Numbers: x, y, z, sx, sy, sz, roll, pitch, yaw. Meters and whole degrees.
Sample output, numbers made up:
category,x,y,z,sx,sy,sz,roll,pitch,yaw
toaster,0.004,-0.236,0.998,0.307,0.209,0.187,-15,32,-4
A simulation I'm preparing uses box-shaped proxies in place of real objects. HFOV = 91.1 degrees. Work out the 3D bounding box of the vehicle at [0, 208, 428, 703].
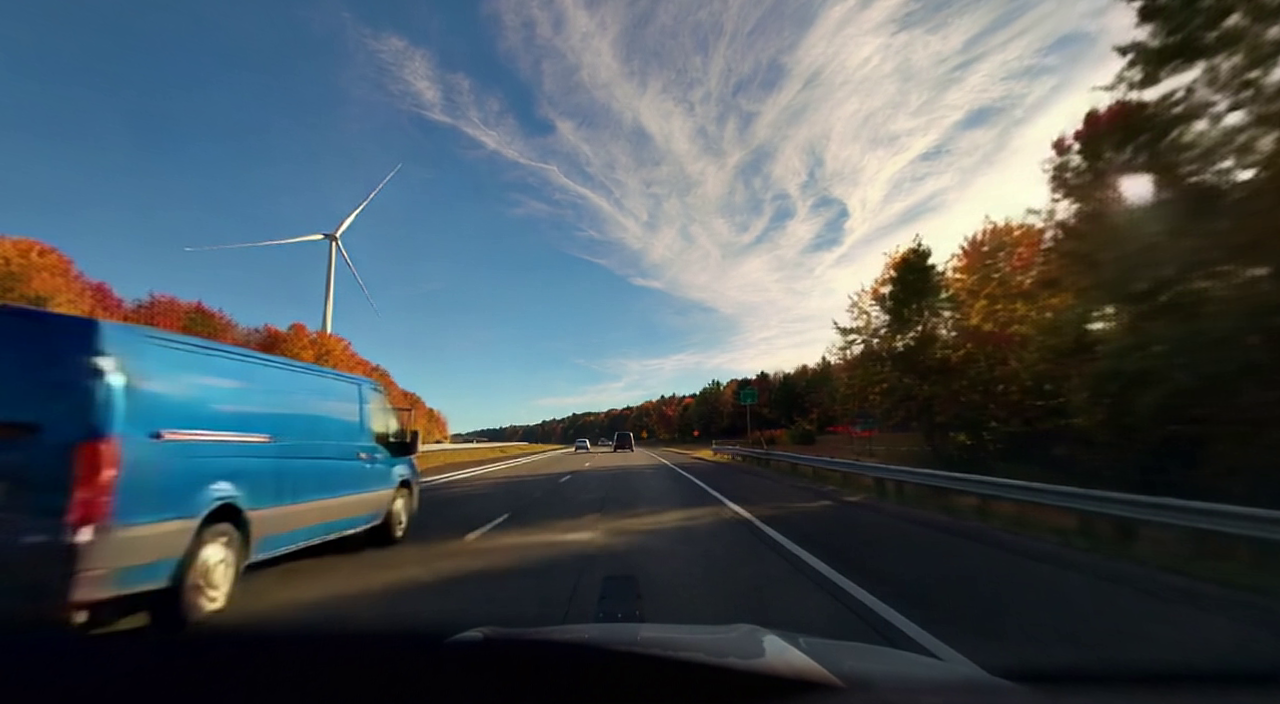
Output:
category,x,y,z,sx,sy,sz,roll,pitch,yaw
vehicle,-3.802,0.838,5.206,2.303,2.323,5.089,0,-8,0
